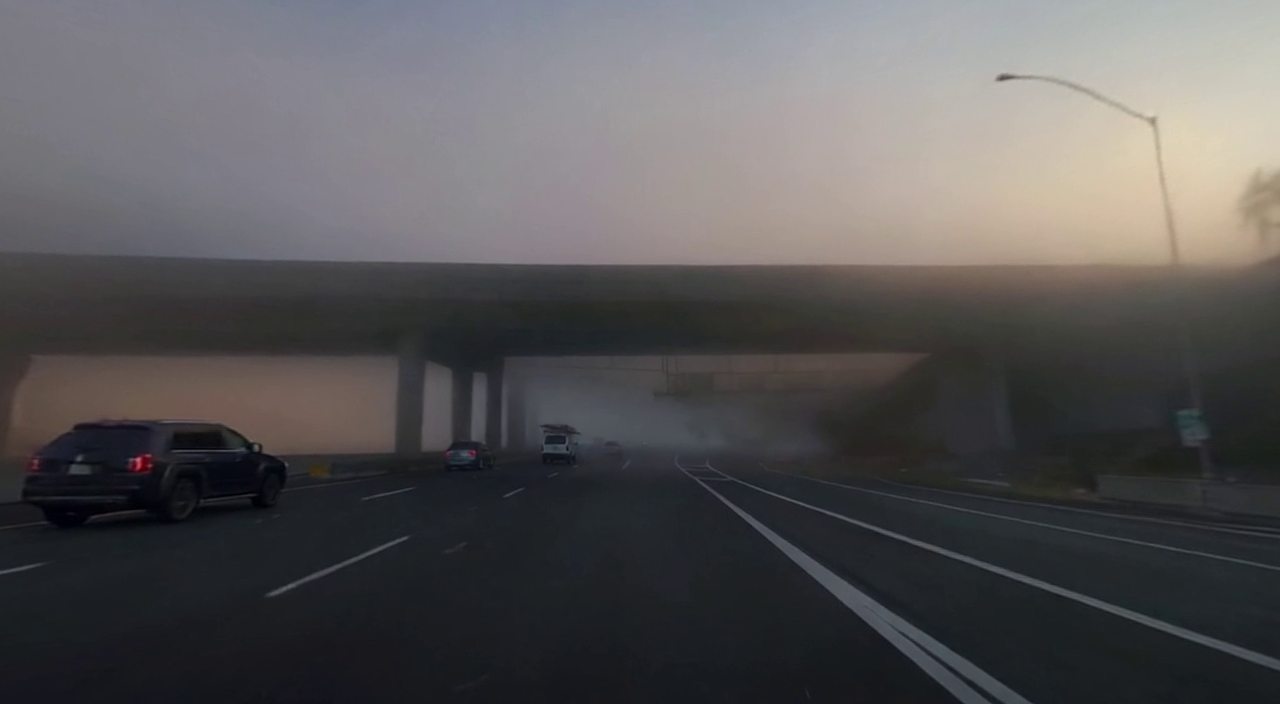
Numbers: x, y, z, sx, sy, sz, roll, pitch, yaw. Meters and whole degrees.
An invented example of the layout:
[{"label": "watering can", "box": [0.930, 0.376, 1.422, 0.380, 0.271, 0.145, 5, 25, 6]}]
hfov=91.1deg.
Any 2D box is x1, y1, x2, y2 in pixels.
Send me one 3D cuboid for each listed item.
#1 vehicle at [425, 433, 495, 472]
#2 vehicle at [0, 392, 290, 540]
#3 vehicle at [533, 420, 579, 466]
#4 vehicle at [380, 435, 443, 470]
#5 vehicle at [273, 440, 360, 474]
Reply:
[{"label": "vehicle", "box": [-8.874, 5.015, 31.426, 2.109, 1.784, 4.709, 0, -9, 0]}, {"label": "vehicle", "box": [-8.392, 1.847, 10.681, 2.179, 1.948, 4.618, 0, -9, -1]}, {"label": "vehicle", "box": [-5.535, 6.140, 42.405, 2.301, 2.843, 6.458, 0, -9, -1]}, {"label": "vehicle", "box": [-12.248, 5.423, 33.926, 1.900, 1.726, 4.236, 0, -9, -1]}, {"label": "vehicle", "box": [-15.459, 5.021, 30.303, 1.863, 1.499, 4.455, 0, -9, -1]}]
